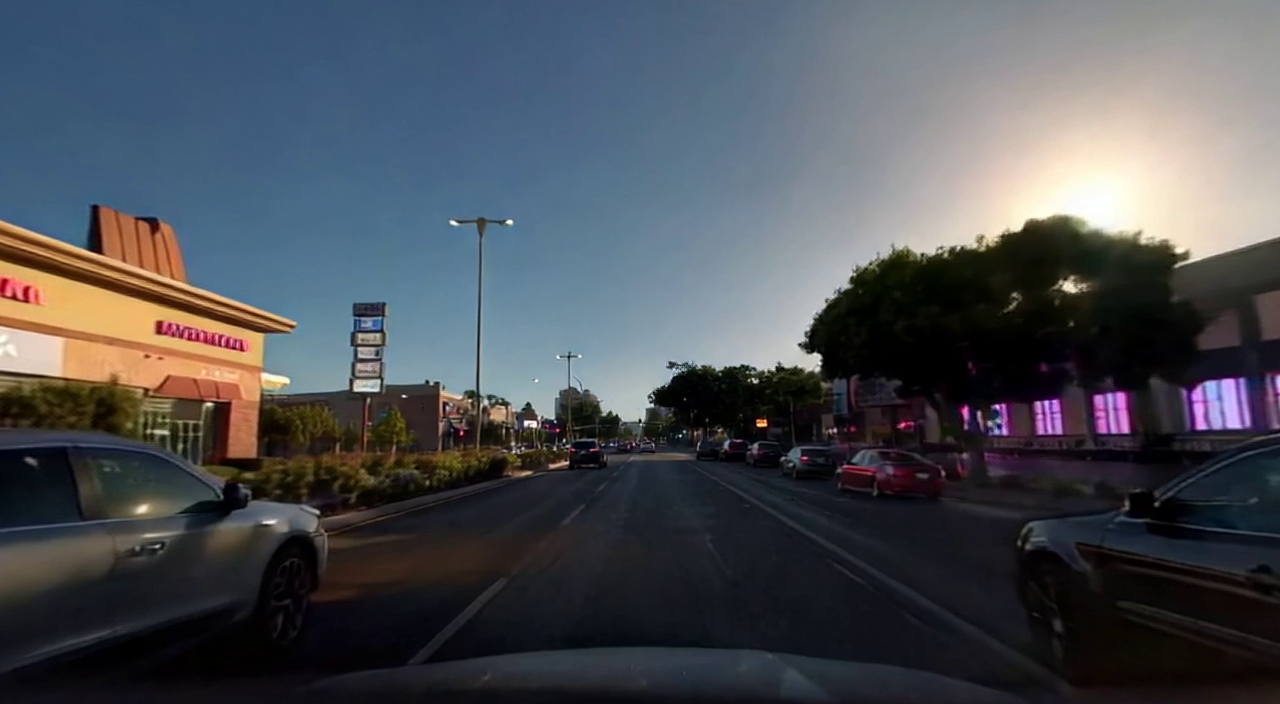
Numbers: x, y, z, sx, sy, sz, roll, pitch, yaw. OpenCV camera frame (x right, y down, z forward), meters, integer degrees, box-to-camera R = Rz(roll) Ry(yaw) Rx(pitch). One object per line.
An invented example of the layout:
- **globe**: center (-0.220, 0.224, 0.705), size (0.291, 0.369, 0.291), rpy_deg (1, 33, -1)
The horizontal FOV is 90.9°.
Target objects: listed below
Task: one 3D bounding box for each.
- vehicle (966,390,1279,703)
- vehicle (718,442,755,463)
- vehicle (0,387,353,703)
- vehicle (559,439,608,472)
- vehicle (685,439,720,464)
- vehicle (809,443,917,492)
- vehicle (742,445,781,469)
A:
- **vehicle**: center (3.287, 0.865, 2.098), size (1.981, 1.499, 4.536), rpy_deg (0, -8, 0)
- **vehicle**: center (7.564, 7.923, 49.761), size (1.918, 1.598, 4.536), rpy_deg (0, -8, -3)
- **vehicle**: center (-3.323, 0.899, 2.304), size (2.155, 1.504, 4.776), rpy_deg (-1, -8, 2)
- **vehicle**: center (-2.764, 5.181, 31.663), size (1.917, 1.511, 4.436), rpy_deg (-1, -8, 2)
- **vehicle**: center (4.405, 7.084, 45.083), size (2.007, 1.683, 4.171), rpy_deg (0, -8, -1)
- **vehicle**: center (7.446, 3.888, 21.608), size (1.976, 1.469, 4.576), rpy_deg (0, -8, -1)
- **vehicle**: center (7.596, 6.573, 39.678), size (1.654, 1.440, 3.647), rpy_deg (0, -8, -1)
